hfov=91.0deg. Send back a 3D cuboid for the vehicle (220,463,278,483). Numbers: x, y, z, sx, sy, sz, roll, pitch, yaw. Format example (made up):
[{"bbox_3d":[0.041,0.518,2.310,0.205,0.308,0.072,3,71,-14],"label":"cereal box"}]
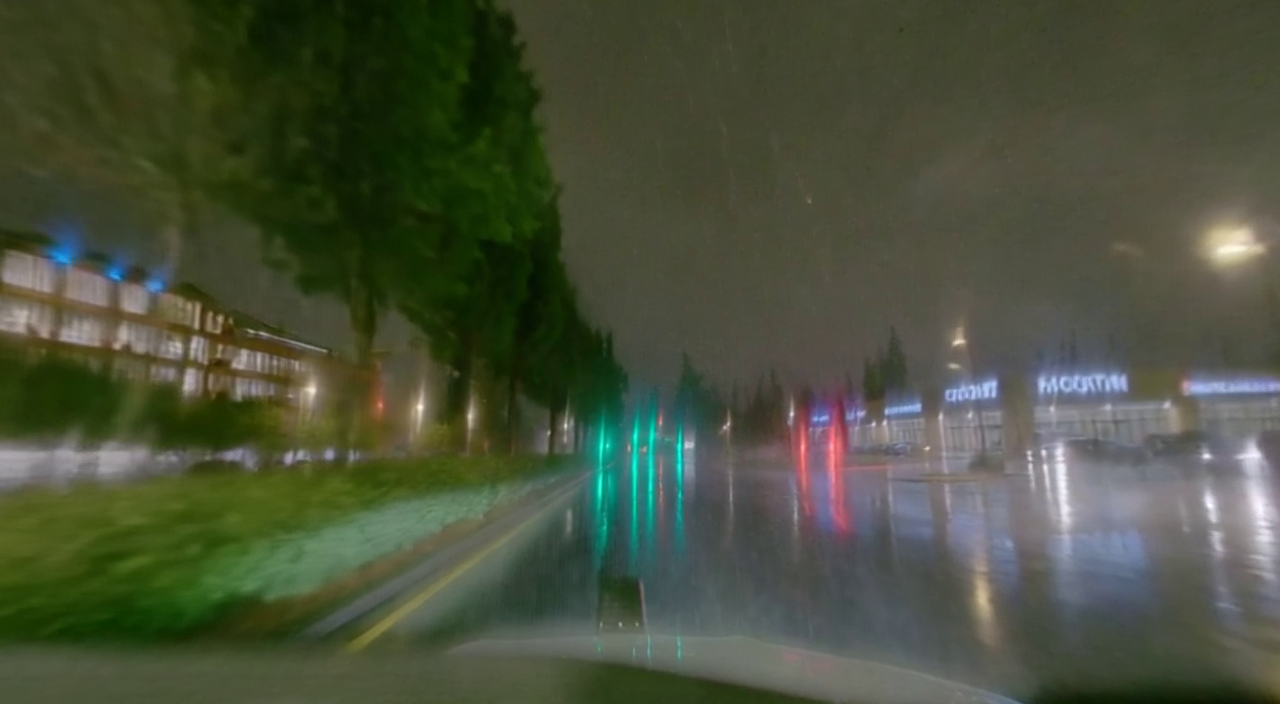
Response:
[{"bbox_3d":[-30.602,9.453,49.266,3.440,1.394,1.613,-1,-7,0],"label":"vehicle"}]

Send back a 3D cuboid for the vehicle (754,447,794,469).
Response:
[{"bbox_3d":[10.145,7.998,47.864,2.013,1.551,4.460,0,-9,-1],"label":"vehicle"}]

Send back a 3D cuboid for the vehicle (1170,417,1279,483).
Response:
[{"bbox_3d":[19.210,2.839,18.207,2.151,1.838,5.534,3,-9,-16],"label":"vehicle"}]

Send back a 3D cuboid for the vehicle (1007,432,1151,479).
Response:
[{"bbox_3d":[19.221,4.556,28.048,2.179,1.767,5.837,-2,-8,0],"label":"vehicle"}]
